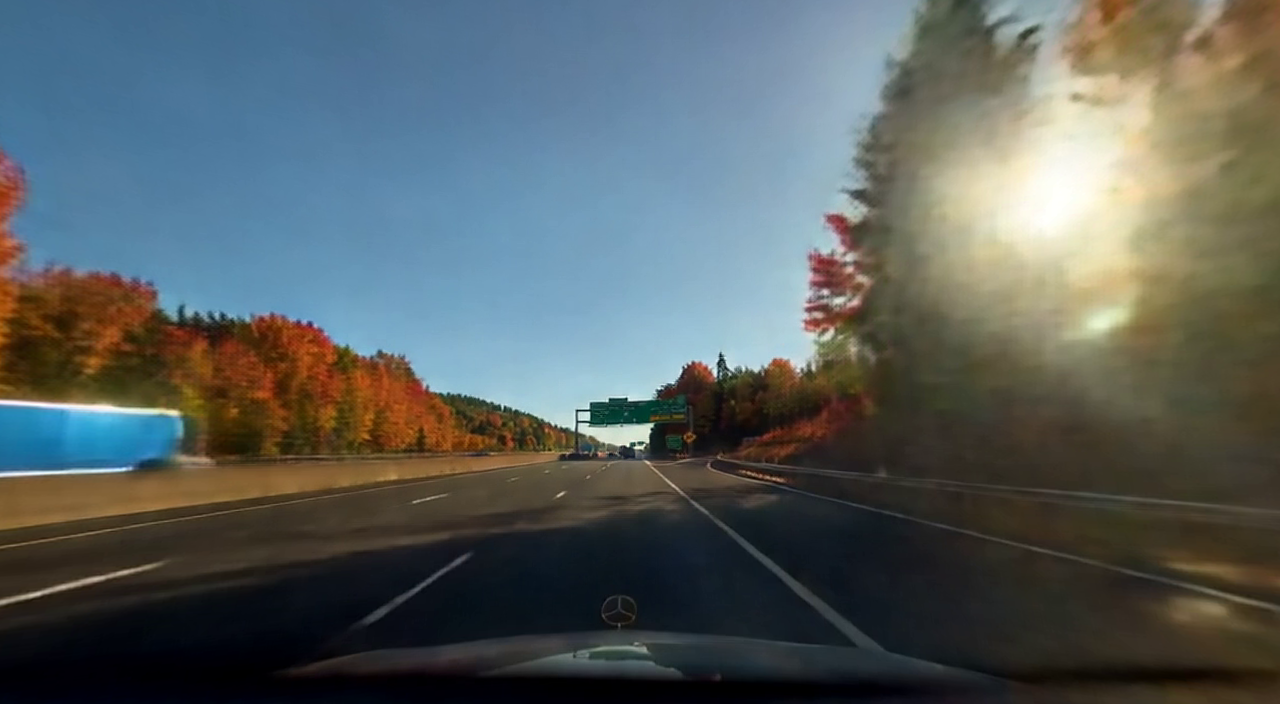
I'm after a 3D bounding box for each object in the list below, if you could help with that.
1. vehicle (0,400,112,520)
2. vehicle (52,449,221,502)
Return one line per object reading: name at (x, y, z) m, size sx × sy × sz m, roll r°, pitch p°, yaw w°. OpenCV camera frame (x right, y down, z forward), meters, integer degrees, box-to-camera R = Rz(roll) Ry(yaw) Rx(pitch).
vehicle at (-20.797, 3.069, 17.615) m, size 2.960 × 3.582 × 10.273 m, roll 0°, pitch -9°, yaw -1°
vehicle at (-16.093, 3.932, 20.398) m, size 1.902 × 1.480 × 4.328 m, roll 0°, pitch -9°, yaw 0°
